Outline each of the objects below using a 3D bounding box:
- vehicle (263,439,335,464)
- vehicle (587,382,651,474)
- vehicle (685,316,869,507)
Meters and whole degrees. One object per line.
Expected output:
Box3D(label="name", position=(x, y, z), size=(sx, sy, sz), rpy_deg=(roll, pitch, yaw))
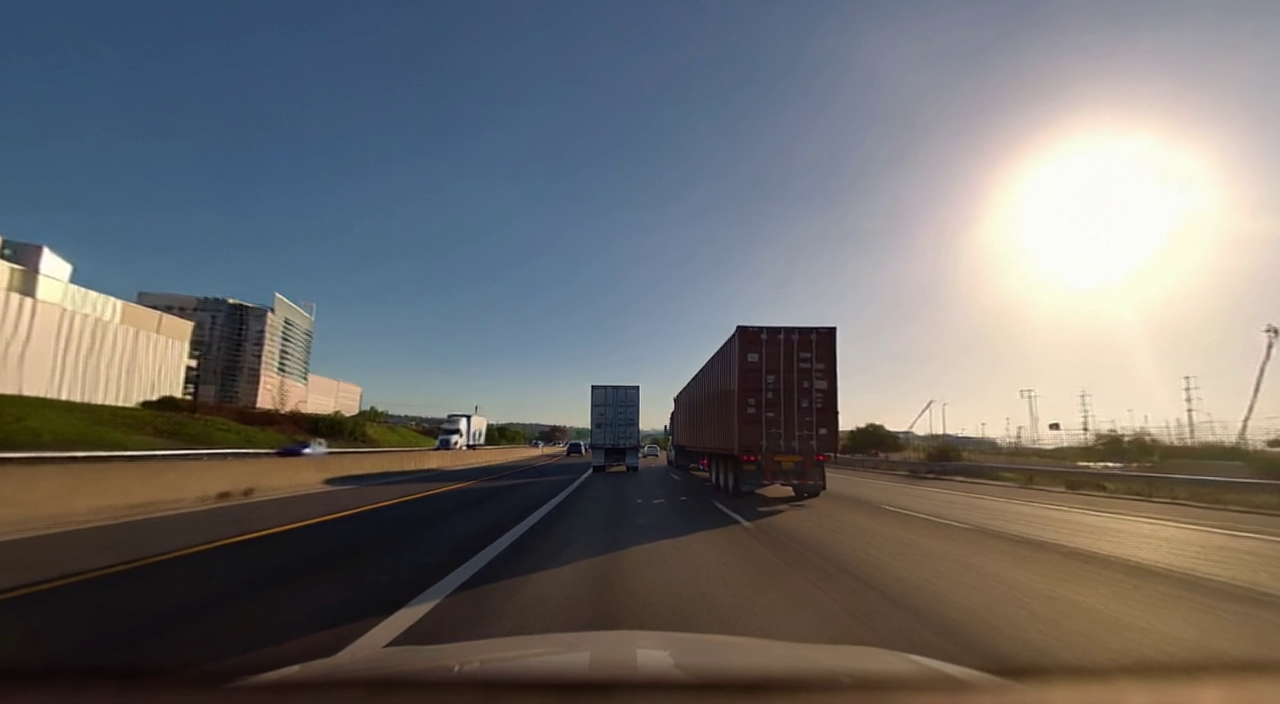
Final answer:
Box3D(label="vehicle", position=(-21.163, 6.198, 39.519), size=(2.014, 1.475, 4.687), rpy_deg=(0, -9, -2))
Box3D(label="vehicle", position=(-0.936, 4.296, 34.440), size=(2.841, 4.071, 12.046), rpy_deg=(0, -9, 0))
Box3D(label="vehicle", position=(3.363, 2.170, 19.898), size=(2.803, 4.072, 12.744), rpy_deg=(0, -9, 0))
